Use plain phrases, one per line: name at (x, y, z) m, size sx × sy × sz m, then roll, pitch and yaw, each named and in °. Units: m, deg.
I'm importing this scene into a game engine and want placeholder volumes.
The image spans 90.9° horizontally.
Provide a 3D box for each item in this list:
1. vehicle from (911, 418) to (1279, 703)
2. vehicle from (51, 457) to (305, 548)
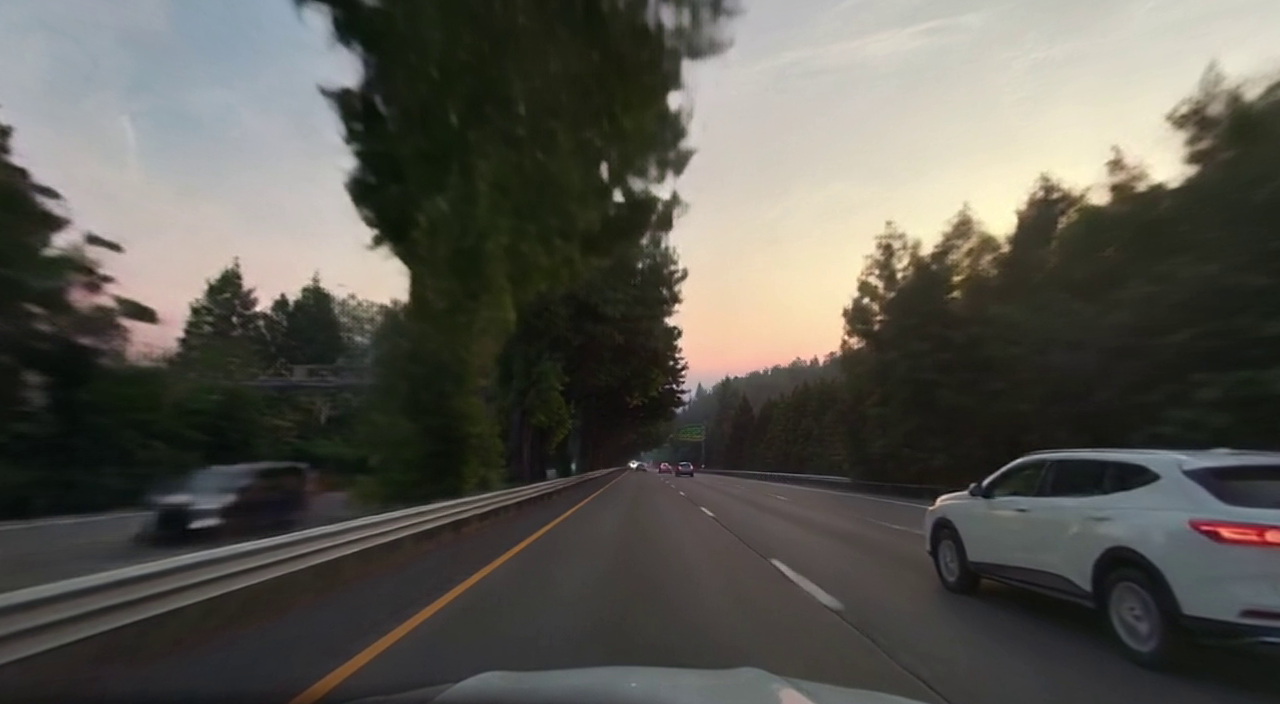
vehicle at (3.684, 1.355, 4.374) m, size 1.825 × 1.494 × 3.959 m, roll 1°, pitch -10°, yaw 0°
vehicle at (-8.674, 2.837, 12.379) m, size 1.924 × 1.440 × 3.945 m, roll 1°, pitch -10°, yaw 0°
